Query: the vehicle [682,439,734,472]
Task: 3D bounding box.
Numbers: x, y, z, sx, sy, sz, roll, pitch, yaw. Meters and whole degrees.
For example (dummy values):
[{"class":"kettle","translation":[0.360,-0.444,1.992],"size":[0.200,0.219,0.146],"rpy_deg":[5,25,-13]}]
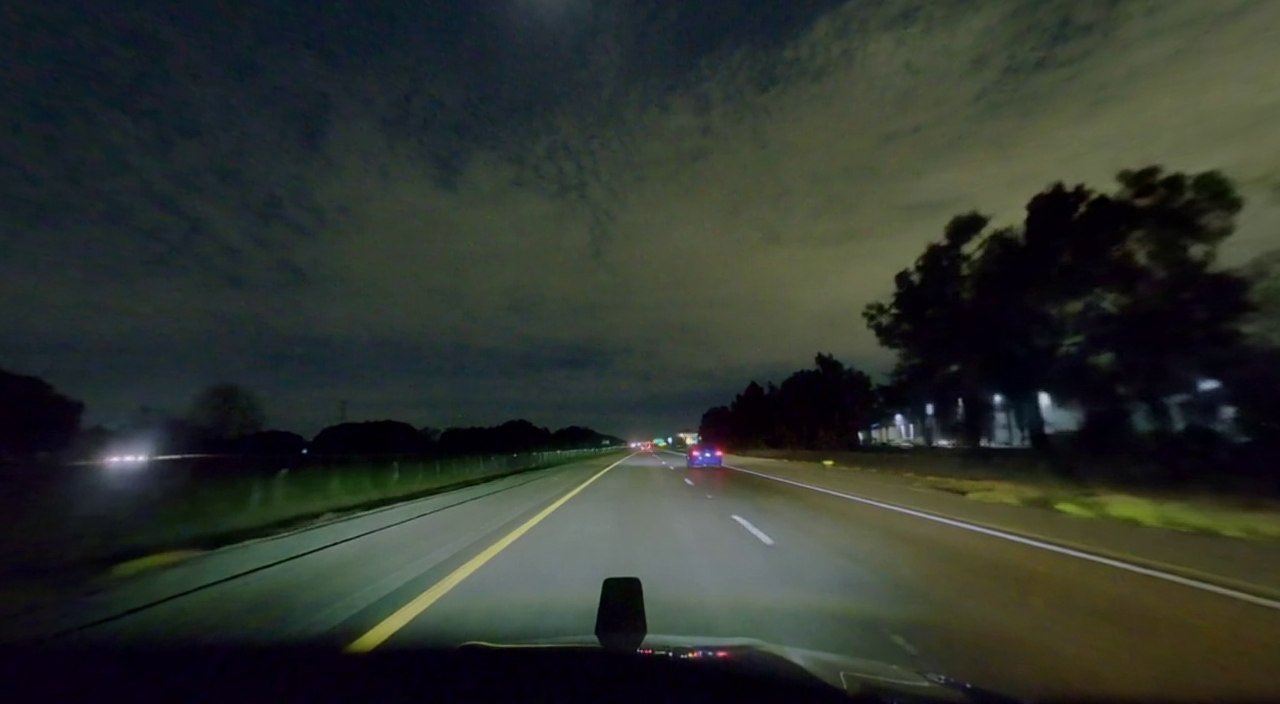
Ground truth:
[{"class":"vehicle","translation":[3.339,5.208,31.752],"size":[2.079,1.531,3.997],"rpy_deg":[0,-8,-2]}]
